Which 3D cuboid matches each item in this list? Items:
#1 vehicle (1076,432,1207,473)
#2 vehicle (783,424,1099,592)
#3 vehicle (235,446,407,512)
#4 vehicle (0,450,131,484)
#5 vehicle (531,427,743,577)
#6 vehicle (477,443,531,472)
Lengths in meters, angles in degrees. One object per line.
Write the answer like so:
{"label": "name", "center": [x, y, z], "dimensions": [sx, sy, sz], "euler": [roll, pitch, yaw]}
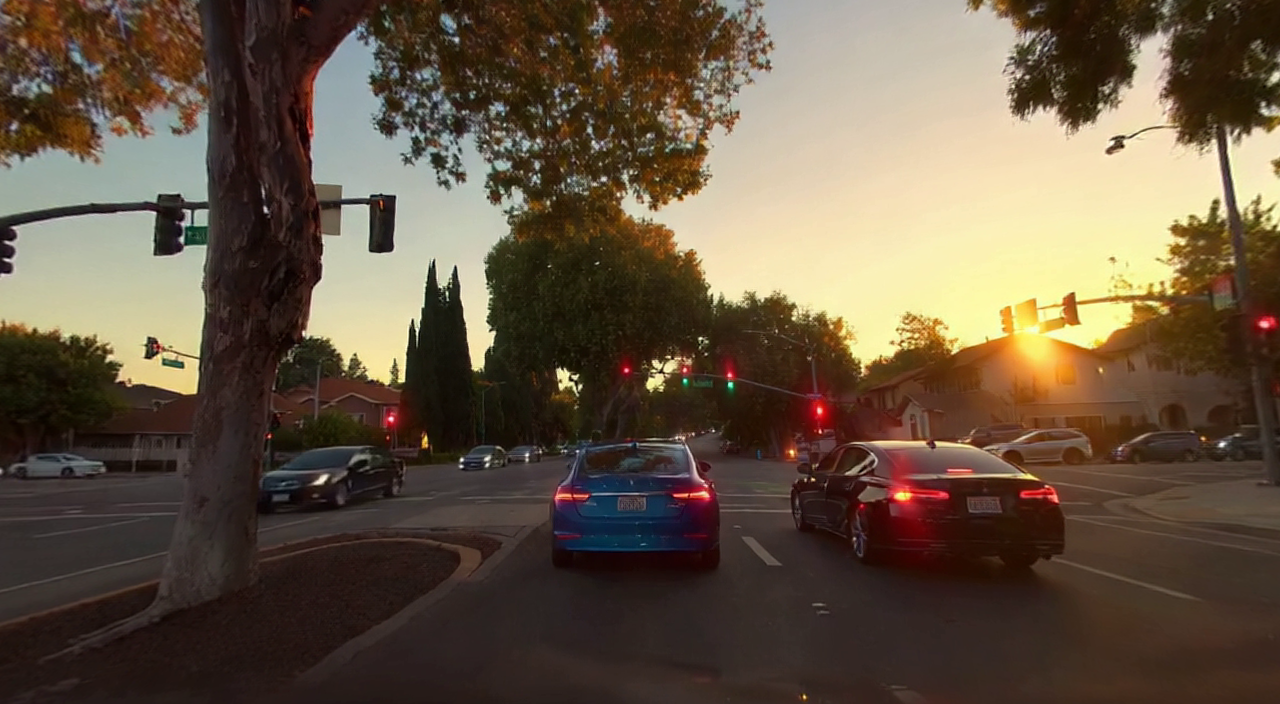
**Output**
{"label": "vehicle", "center": [23.989, 4.792, 30.330], "dimensions": [4.520, 1.762, 2.005], "euler": [-2, -8, -1]}
{"label": "vehicle", "center": [3.196, 1.724, 7.831], "dimensions": [1.913, 1.505, 4.097], "euler": [0, -8, 0]}
{"label": "vehicle", "center": [-7.585, 3.025, 15.580], "dimensions": [2.040, 1.374, 4.150], "euler": [0, -8, 0]}
{"label": "vehicle", "center": [-28.139, 5.608, 31.050], "dimensions": [4.538, 1.591, 1.949], "euler": [0, -8, 1]}
{"label": "vehicle", "center": [-0.056, 1.798, 8.390], "dimensions": [2.103, 1.478, 4.073], "euler": [0, -8, -1]}
{"label": "vehicle", "center": [-7.552, 5.896, 35.572], "dimensions": [2.003, 1.480, 4.633], "euler": [0, -8, 0]}
